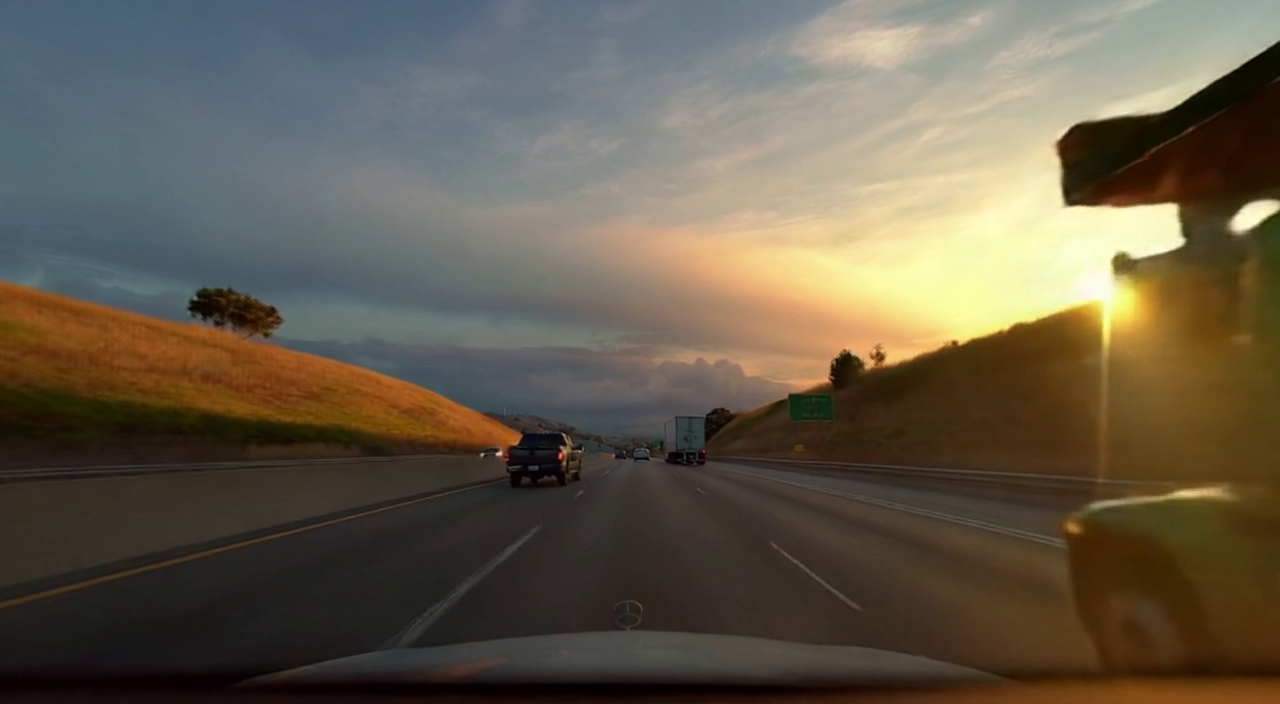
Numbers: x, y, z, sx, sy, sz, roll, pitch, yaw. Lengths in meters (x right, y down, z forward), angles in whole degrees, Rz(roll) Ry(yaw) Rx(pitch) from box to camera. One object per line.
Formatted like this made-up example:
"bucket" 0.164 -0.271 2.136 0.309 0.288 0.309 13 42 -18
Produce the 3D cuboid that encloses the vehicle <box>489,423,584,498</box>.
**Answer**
"vehicle" -3.052 3.338 19.698 2.142 2.044 4.446 0 -9 1

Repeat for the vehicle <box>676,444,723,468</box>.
"vehicle" 4.277 7.730 47.095 2.654 1.574 9.537 -1 -9 1

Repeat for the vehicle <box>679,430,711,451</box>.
"vehicle" 4.143 6.809 48.393 1.968 1.547 4.215 0 -9 -2
